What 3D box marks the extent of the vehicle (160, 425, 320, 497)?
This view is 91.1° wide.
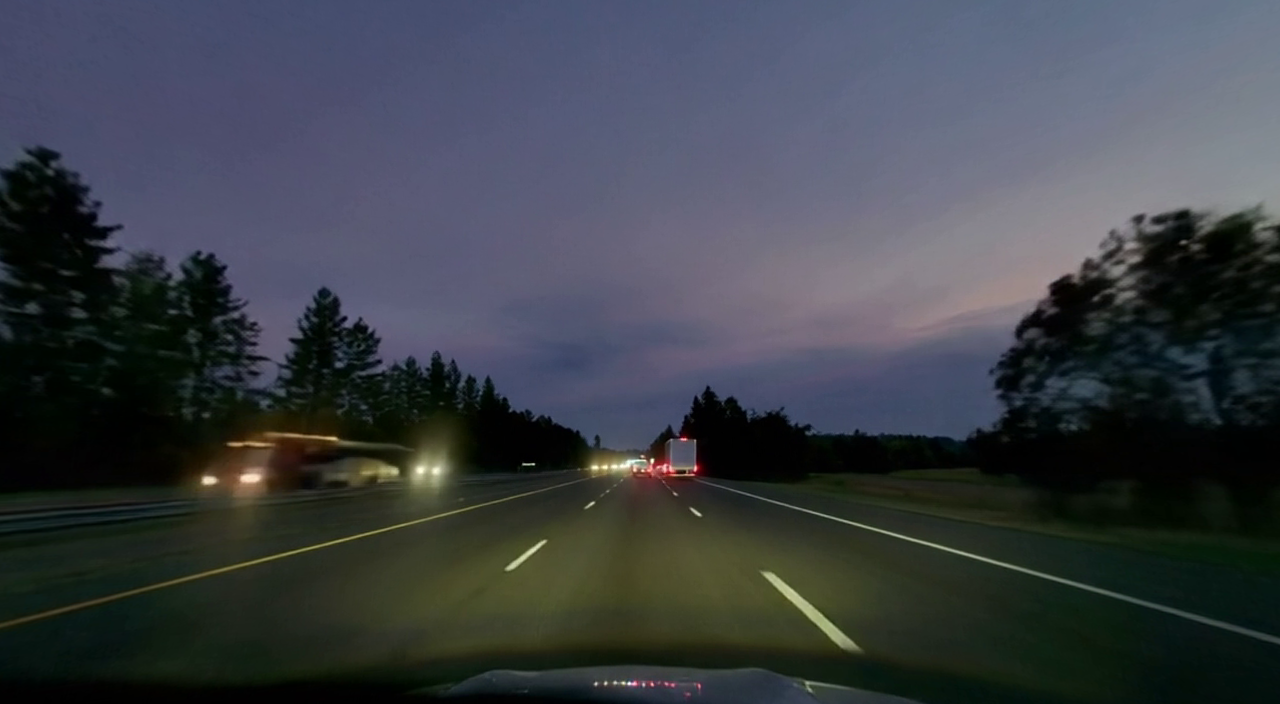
[{"bbox_3d":[-15.295,4.307,24.632,2.385,2.442,5.711,1,-10,0],"label":"vehicle"}]
